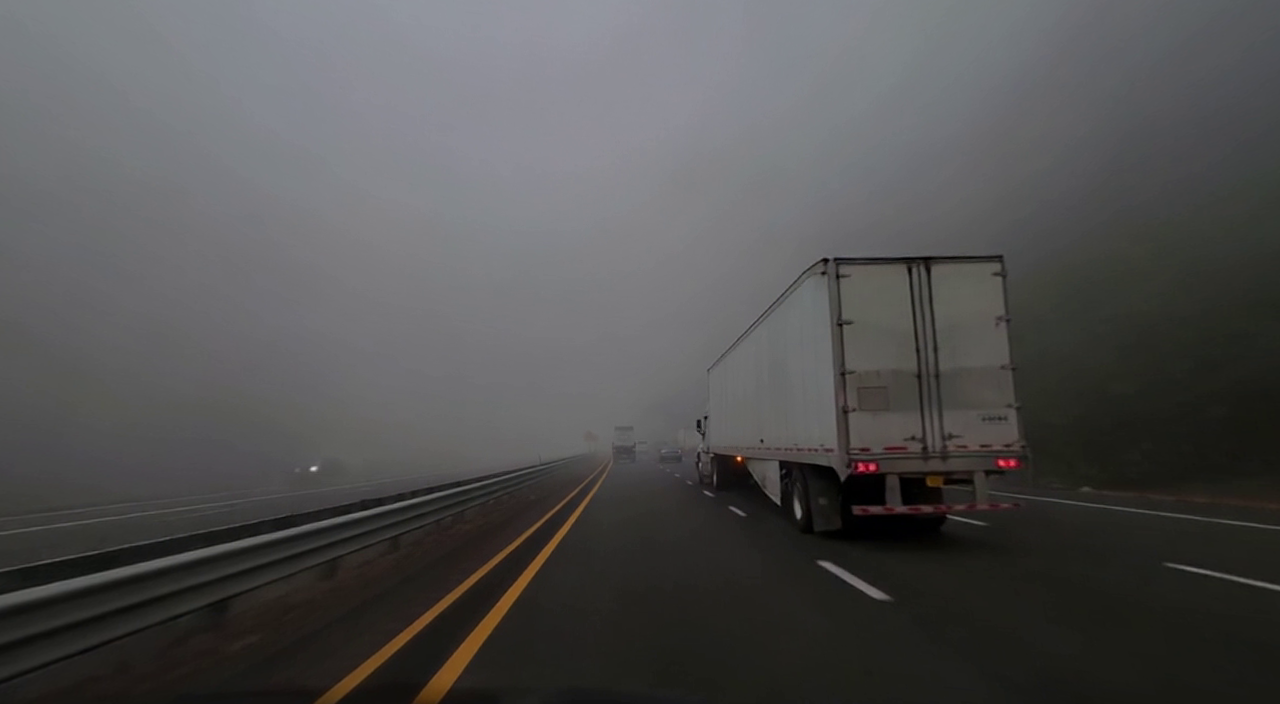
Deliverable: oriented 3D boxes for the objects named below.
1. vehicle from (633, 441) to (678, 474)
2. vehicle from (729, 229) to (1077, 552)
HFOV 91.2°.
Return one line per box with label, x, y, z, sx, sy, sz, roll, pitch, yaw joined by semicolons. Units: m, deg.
vehicle;0.883;5.608;33.455;2.127;1.642;3.899;-1;-9;5
vehicle;3.849;1.054;12.128;2.816;4.086;8.486;0;-9;-1
